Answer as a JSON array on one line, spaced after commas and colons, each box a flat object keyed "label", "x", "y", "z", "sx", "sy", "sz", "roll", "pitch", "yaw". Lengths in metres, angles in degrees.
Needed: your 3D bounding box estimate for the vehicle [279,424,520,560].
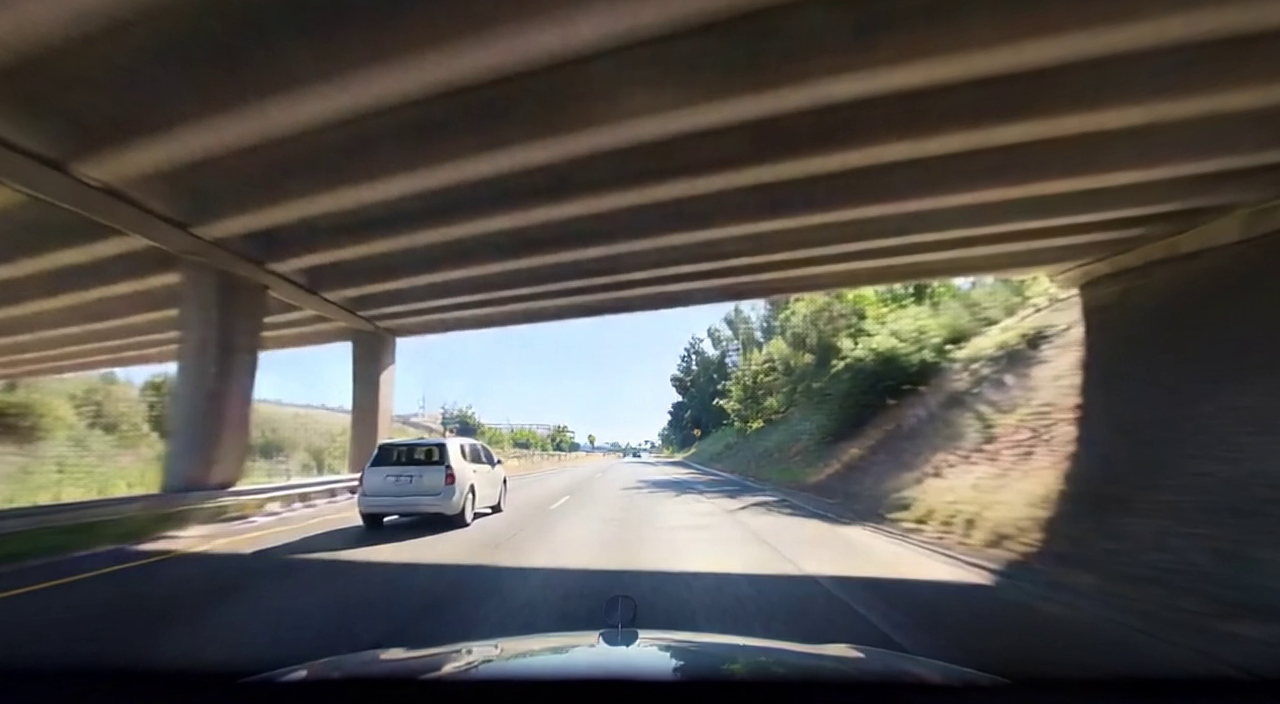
[{"label": "vehicle", "x": -3.408, "y": 2.070, "z": 10.009, "sx": 2.082, "sy": 1.668, "sz": 4.274, "roll": 0, "pitch": -9, "yaw": 1}]
